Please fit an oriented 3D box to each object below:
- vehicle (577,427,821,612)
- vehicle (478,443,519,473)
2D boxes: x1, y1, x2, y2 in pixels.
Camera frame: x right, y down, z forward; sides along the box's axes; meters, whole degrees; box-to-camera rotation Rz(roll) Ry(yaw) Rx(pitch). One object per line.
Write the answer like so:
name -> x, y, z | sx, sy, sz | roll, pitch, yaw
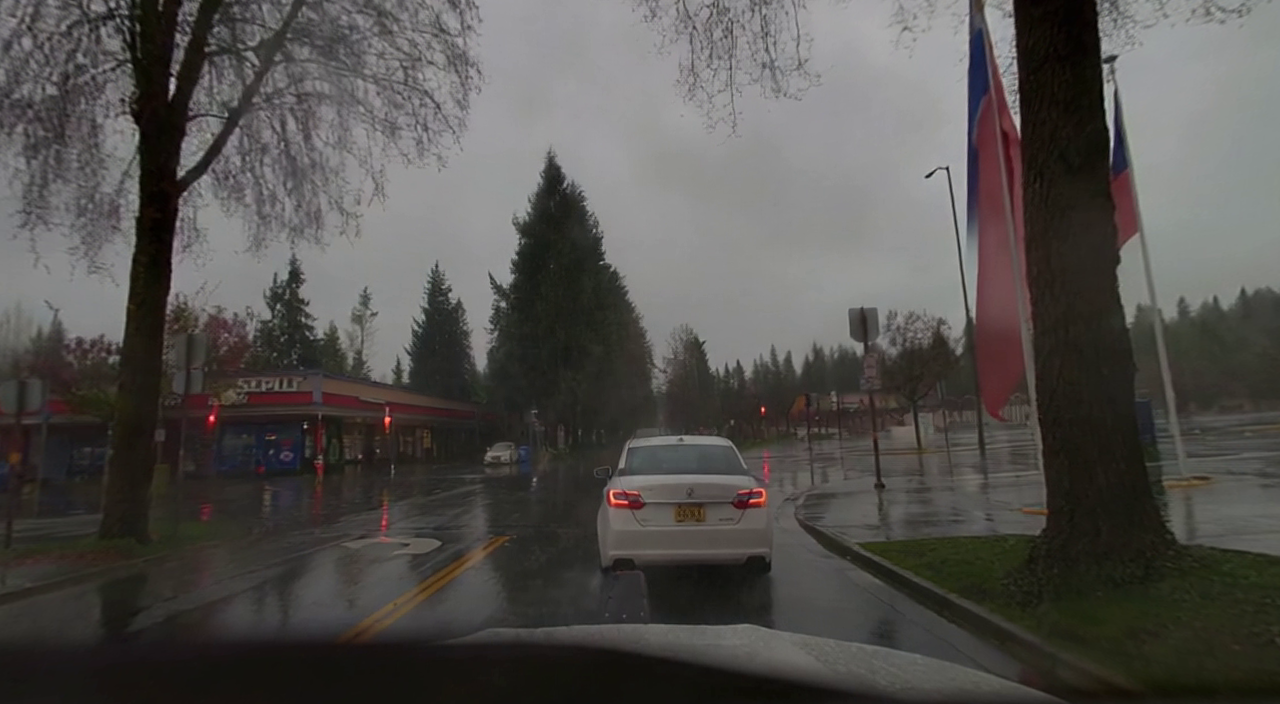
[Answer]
vehicle -> 0.395, 1.647, 7.012 | 1.985, 1.463, 3.647 | 0, -9, -3
vehicle -> -9.986, 7.486, 44.736 | 2.212, 1.948, 4.537 | 0, -9, -5
